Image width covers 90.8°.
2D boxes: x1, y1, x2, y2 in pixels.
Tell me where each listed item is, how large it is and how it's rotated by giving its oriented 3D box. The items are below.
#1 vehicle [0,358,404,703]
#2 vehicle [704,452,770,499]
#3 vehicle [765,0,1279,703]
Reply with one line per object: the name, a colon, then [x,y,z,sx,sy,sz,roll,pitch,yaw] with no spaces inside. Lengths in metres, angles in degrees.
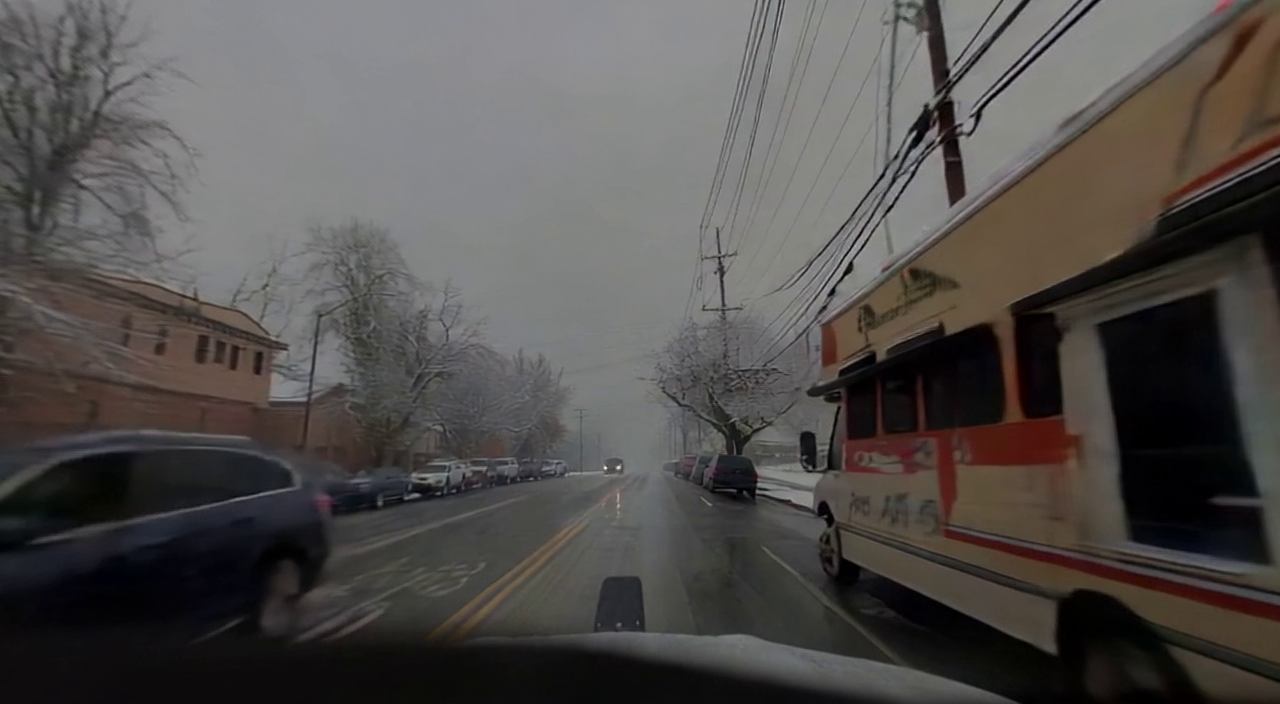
vehicle: [-3.250,1.124,3.846,1.952,1.708,4.096,-1,-8,1]
vehicle: [3.746,4.855,25.258,1.936,1.641,4.434,0,-8,0]
vehicle: [3.205,0.464,4.375,2.886,3.321,7.809,0,-8,-1]
